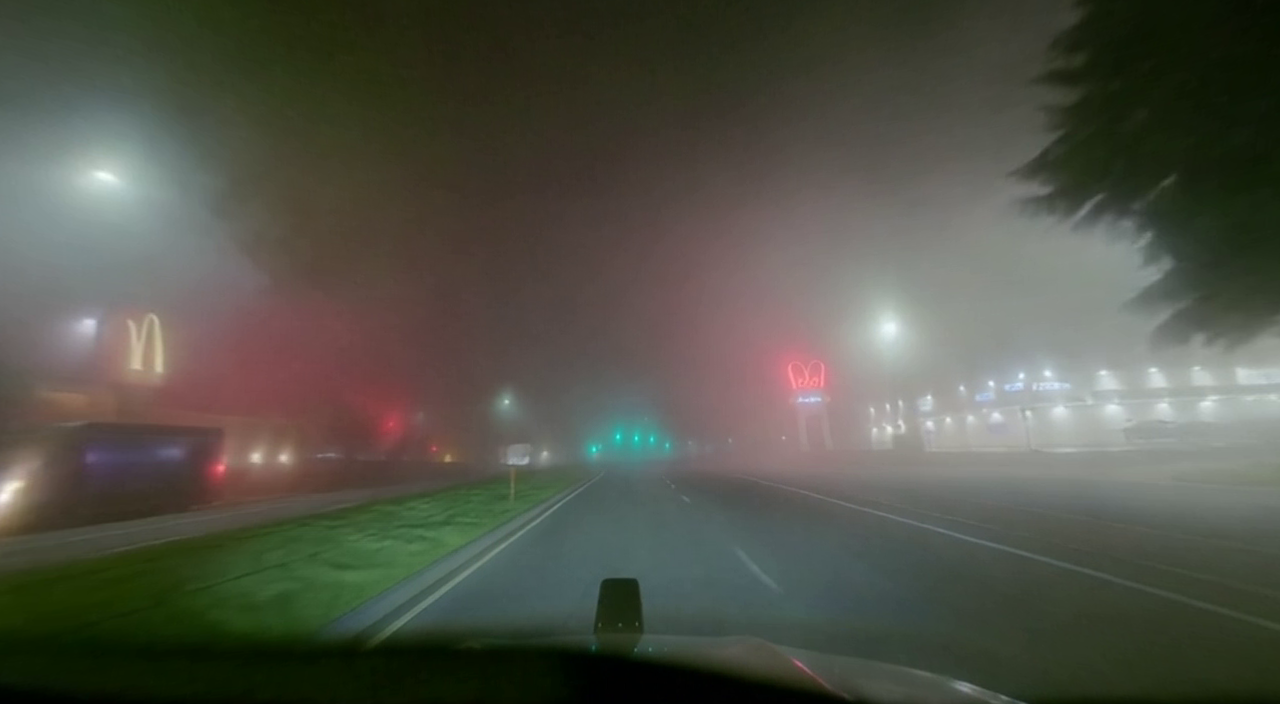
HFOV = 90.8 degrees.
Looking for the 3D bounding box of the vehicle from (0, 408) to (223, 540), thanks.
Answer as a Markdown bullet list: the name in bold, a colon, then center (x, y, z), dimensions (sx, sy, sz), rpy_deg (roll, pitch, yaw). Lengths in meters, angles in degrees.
- **vehicle**: center (-19.512, 4.127, 22.467), dimensions (2.966, 3.698, 9.217), rpy_deg (0, -9, 0)
